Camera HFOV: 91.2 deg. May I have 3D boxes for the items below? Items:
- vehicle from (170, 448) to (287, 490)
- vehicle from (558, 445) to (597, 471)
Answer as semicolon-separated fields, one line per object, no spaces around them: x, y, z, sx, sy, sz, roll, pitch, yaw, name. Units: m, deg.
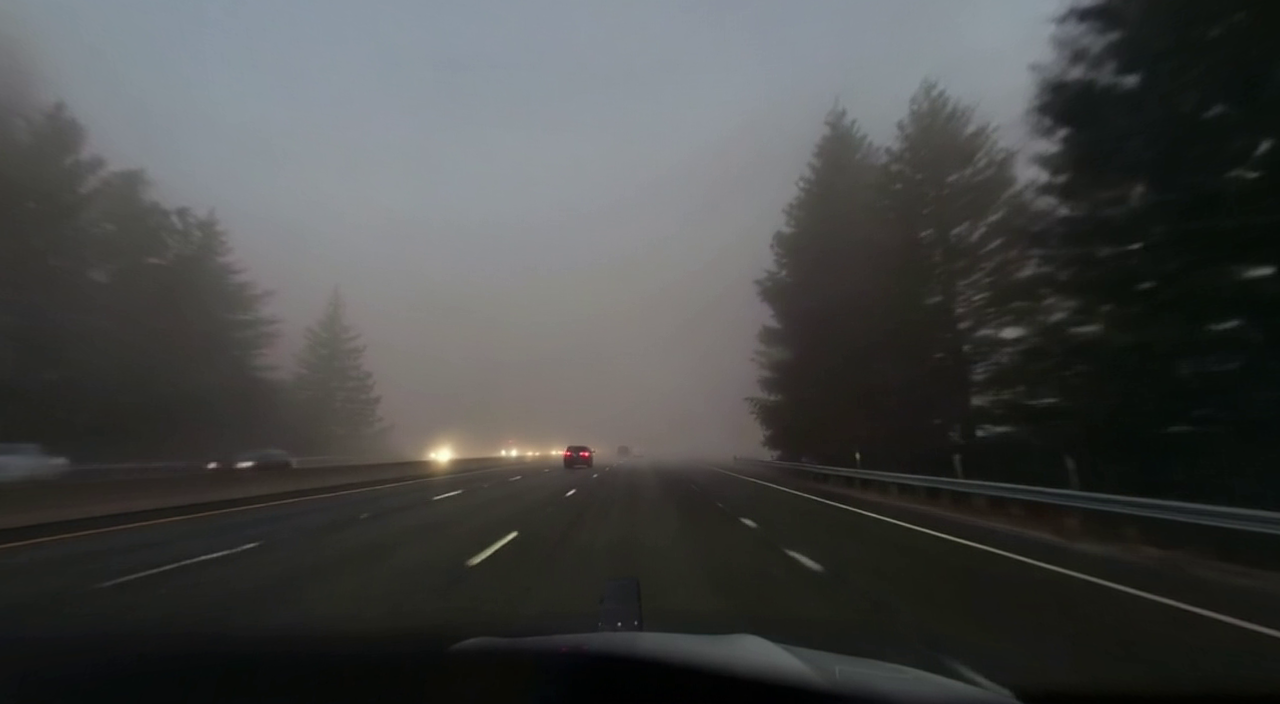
-15.844;4.497;24.402;1.813;1.464;3.895;0;-9;1;vehicle
-3.784;6.456;38.462;1.933;1.497;3.973;0;-9;0;vehicle
